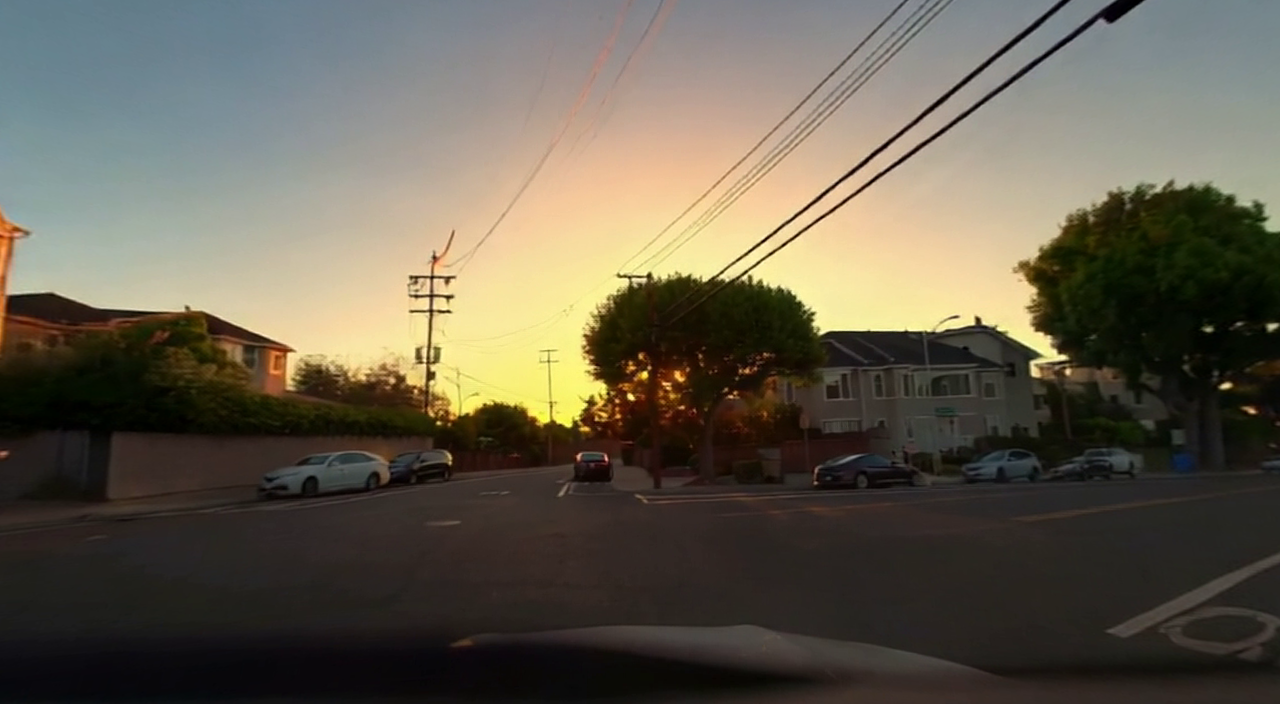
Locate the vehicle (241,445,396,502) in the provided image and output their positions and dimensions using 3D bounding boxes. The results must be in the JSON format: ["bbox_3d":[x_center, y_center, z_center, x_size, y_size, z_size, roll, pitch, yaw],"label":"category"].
[{"bbox_3d":[-11.877,4.478,23.986,2.152,1.877,5.701,-2,-9,10],"label":"vehicle"}]

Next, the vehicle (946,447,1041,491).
[{"bbox_3d":[16.268,5.317,29.010,4.414,1.837,1.937,6,-10,-34],"label":"vehicle"}]

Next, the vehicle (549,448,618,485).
[{"bbox_3d":[-2.570,5.350,29.844,1.981,1.579,4.446,-2,-9,12],"label":"vehicle"}]

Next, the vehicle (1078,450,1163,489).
[{"bbox_3d":[28.190,6.799,37.016,5.738,2.060,2.282,6,-11,-36],"label":"vehicle"}]

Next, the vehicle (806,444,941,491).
[{"bbox_3d":[8.955,4.479,24.096,5.197,1.431,2.136,10,-16,-33],"label":"vehicle"}]

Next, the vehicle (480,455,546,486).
[{"bbox_3d":[-8.359,7.829,42.196,2.287,1.830,5.343,-2,-9,12],"label":"vehicle"}]

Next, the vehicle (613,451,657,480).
[{"bbox_3d":[-0.271,7.251,40.629,1.989,1.683,3.918,-2,-9,12],"label":"vehicle"}]

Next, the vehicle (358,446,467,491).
[{"bbox_3d":[-10.629,5.454,30.142,2.283,1.909,5.692,-2,-9,10],"label":"vehicle"}]

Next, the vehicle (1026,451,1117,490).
[{"bbox_3d":[23.099,6.267,33.762,5.499,1.837,2.089,6,-10,-35],"label":"vehicle"}]
